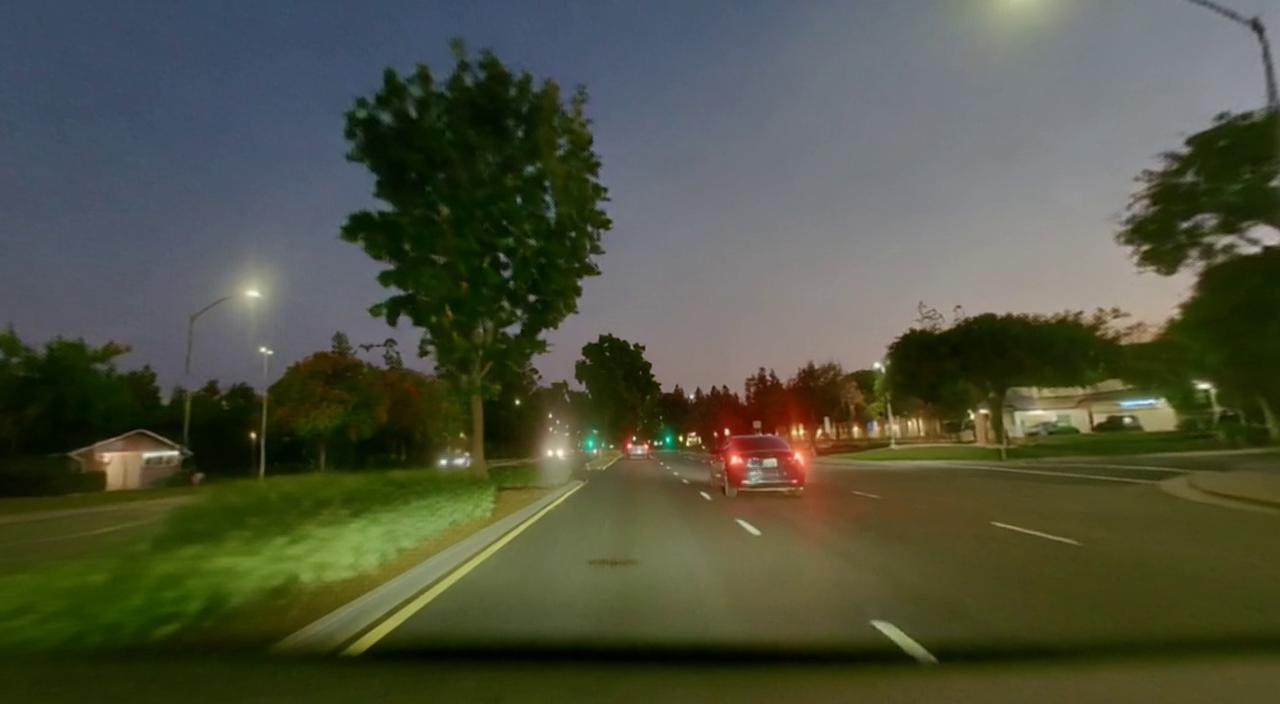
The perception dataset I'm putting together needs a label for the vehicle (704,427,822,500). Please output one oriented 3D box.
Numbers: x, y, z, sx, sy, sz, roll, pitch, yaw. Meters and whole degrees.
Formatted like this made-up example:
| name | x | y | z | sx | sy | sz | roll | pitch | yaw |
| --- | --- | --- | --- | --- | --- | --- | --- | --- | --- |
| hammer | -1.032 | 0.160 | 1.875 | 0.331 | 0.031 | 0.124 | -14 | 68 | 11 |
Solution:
| name | x | y | z | sx | sy | sz | roll | pitch | yaw |
| --- | --- | --- | --- | --- | --- | --- | --- | --- | --- |
| vehicle | 2.997 | 2.851 | 16.585 | 1.995 | 1.616 | 4.729 | 0 | -8 | -2 |
